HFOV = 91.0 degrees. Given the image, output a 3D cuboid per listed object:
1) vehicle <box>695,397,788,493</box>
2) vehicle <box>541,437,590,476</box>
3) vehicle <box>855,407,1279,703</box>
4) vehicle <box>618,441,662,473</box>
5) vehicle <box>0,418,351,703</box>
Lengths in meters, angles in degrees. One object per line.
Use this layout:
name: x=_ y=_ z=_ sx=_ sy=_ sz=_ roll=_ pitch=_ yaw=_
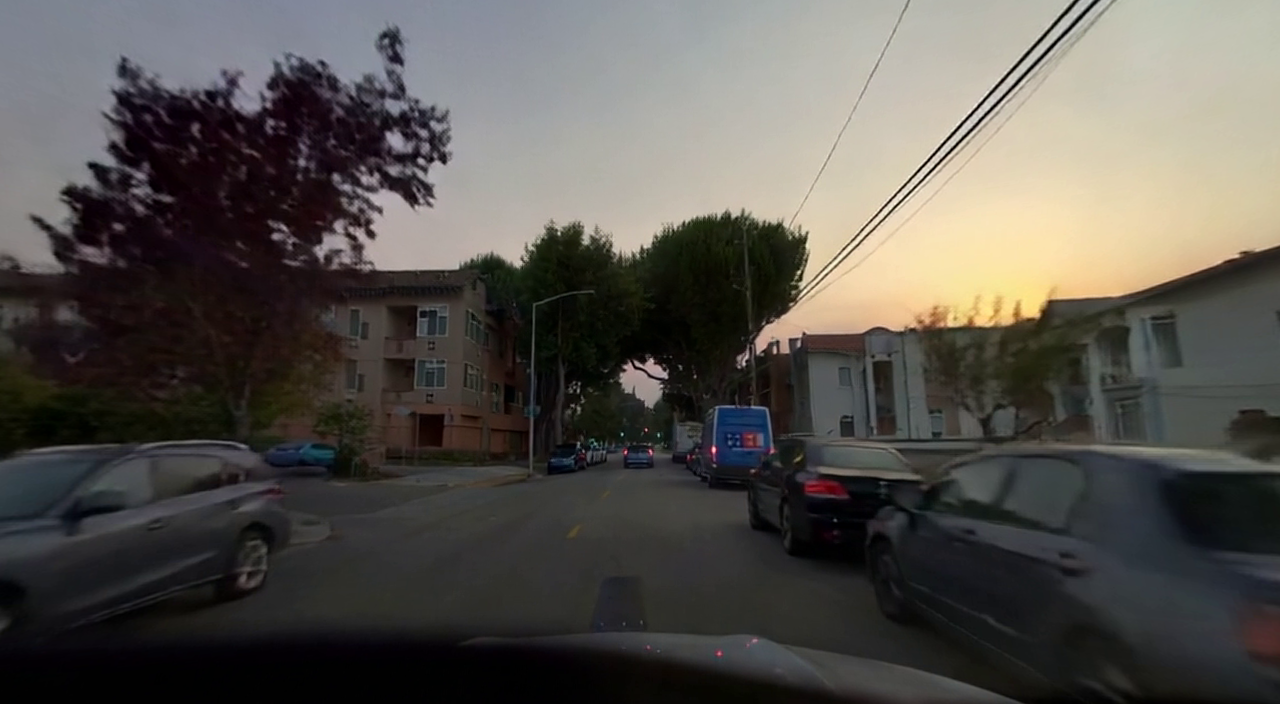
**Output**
vehicle: x=3.273 y=3.191 z=21.724 sx=2.245 sy=2.843 sz=5.762 roll=0 pitch=-8 yaw=0
vehicle: x=-3.829 y=5.429 z=33.096 sx=1.951 sy=1.662 sz=4.046 roll=0 pitch=-4 yaw=2
vehicle: x=2.826 y=1.113 z=3.326 sx=1.906 sy=1.471 sz=3.941 roll=0 pitch=-8 yaw=-1
vehicle: x=0.013 y=5.251 z=31.790 sx=2.095 sy=1.510 sz=3.605 roll=0 pitch=-8 yaw=0
vehicle: x=-4.598 y=1.395 z=5.305 sx=2.090 sy=1.497 sz=4.639 roll=1 pitch=-4 yaw=1
